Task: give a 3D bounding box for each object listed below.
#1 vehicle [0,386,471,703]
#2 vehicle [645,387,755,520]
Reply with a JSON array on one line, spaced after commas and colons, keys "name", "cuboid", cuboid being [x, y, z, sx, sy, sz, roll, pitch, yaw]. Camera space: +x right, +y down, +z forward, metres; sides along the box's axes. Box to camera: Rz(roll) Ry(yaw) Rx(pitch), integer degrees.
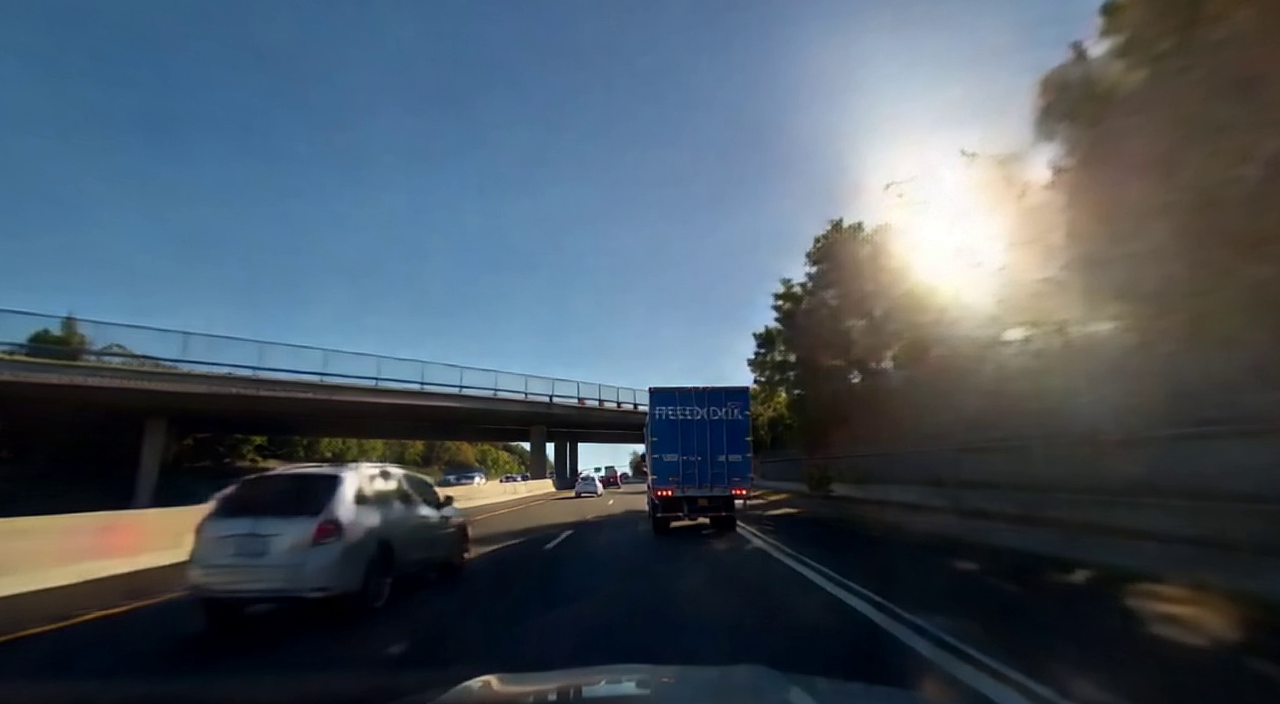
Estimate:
[{"name": "vehicle", "cuboid": [-3.051, 1.380, 4.679, 2.124, 1.653, 4.857, 0, -10, 1]}, {"name": "vehicle", "cuboid": [1.771, 3.775, 23.017, 2.980, 3.834, 9.423, 0, -10, 0]}]
